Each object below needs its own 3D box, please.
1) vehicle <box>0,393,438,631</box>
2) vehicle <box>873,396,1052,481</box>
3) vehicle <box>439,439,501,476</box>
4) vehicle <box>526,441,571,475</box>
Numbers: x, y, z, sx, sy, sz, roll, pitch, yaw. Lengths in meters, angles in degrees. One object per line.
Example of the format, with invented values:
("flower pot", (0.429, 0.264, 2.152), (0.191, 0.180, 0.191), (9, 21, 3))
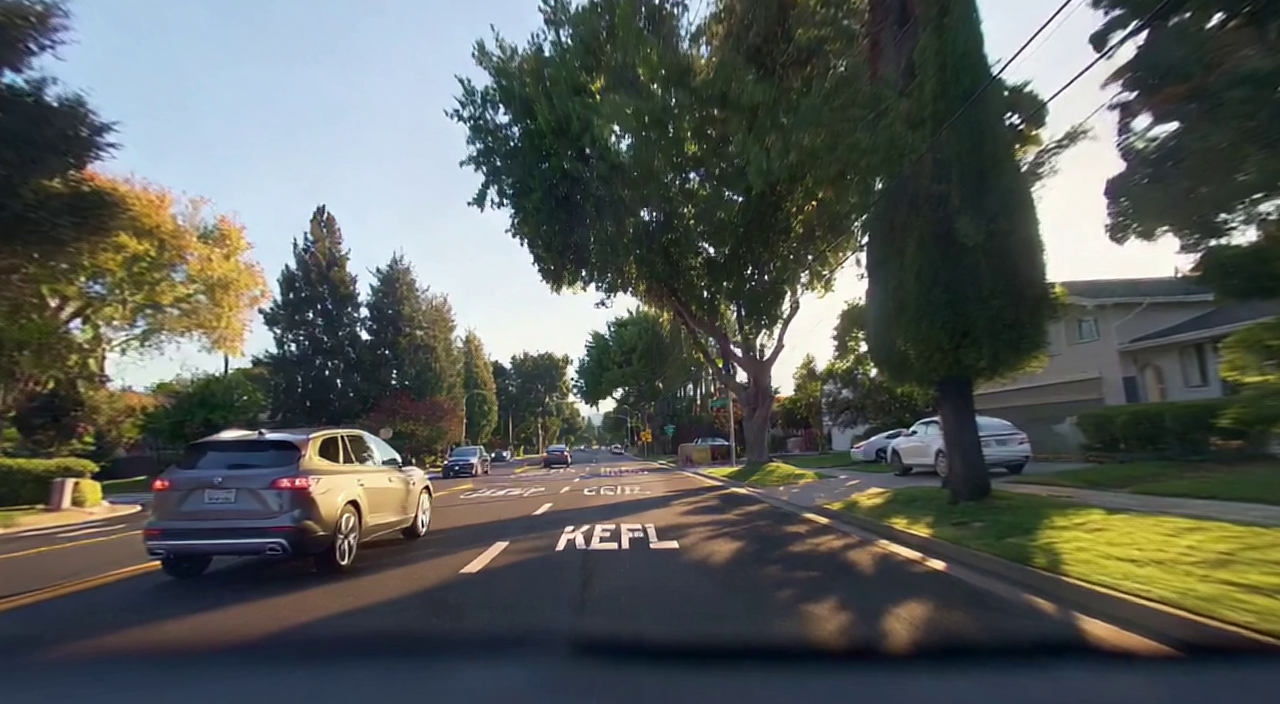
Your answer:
("vehicle", (-4.082, 1.521, 6.989), (2.190, 1.766, 4.394), (0, -8, 0))
("vehicle", (8.348, 2.350, 16.983), (1.934, 1.741, 4.793), (-6, -8, -4))
("vehicle", (-8.419, 5.254, 31.624), (2.036, 1.710, 4.323), (0, -8, -2))
("vehicle", (-4.462, 5.179, 31.038), (1.802, 1.528, 3.490), (0, -8, -2))
